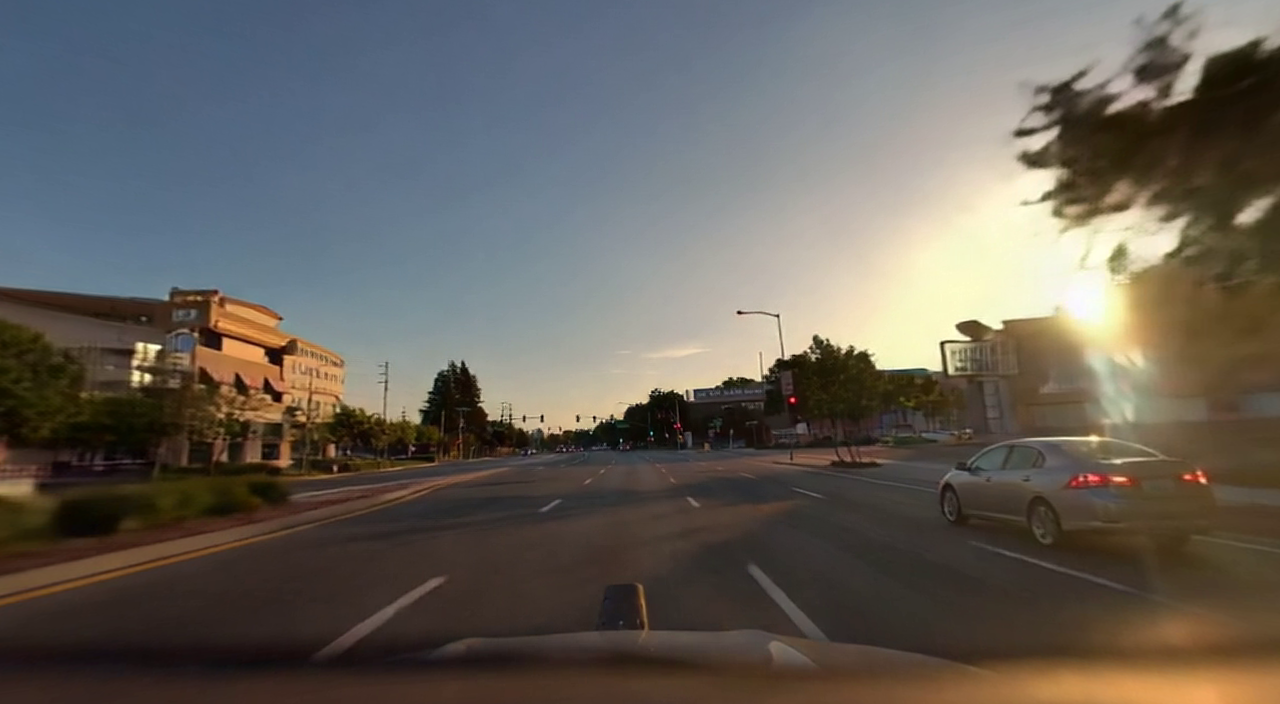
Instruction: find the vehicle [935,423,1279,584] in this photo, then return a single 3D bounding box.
[{"bbox_3d":[6.026,1.773,8.299,2.070,1.491,4.575,0,-9,0],"label":"vehicle"}]
